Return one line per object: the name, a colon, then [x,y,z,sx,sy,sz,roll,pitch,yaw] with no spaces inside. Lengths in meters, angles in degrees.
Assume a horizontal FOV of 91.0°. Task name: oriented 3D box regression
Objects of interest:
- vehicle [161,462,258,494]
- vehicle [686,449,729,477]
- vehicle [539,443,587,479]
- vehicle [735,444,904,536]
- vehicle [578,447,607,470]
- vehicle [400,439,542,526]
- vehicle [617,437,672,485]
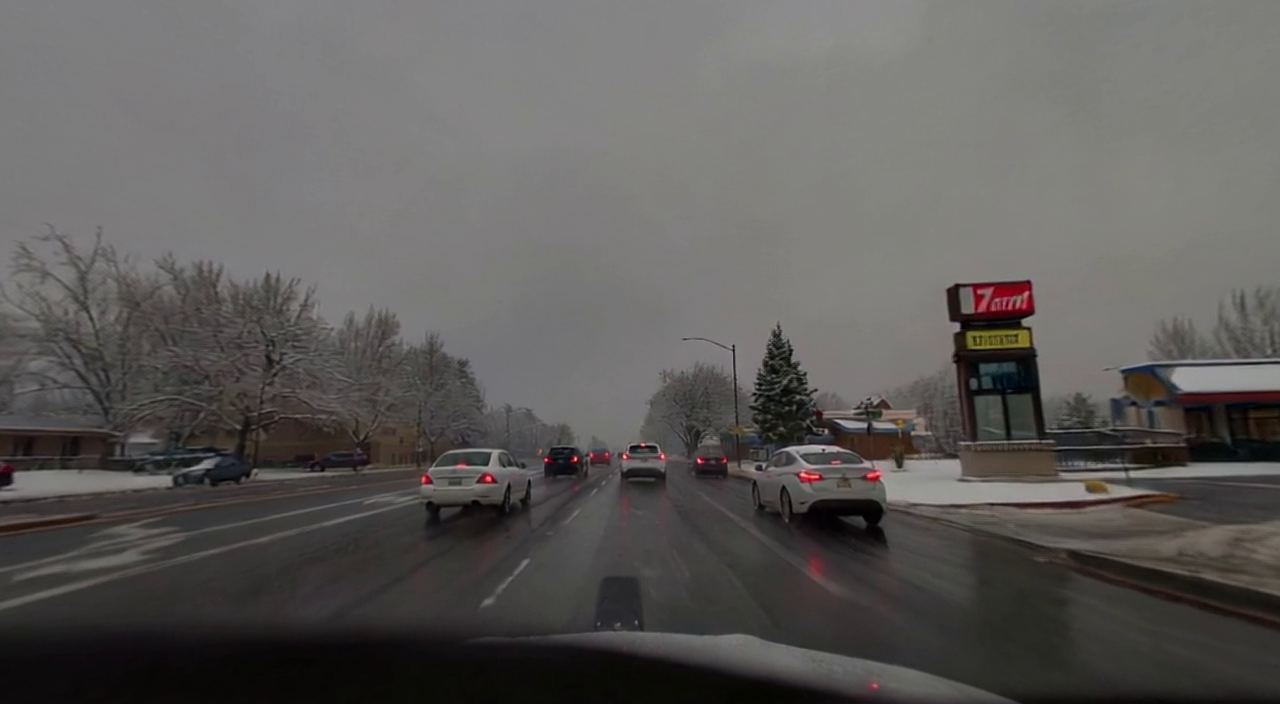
vehicle: [-22.447,6.544,33.102,1.827,1.441,4.660,0,-9,0]
vehicle: [3.735,6.236,35.560,1.880,1.476,3.932,0,-9,-1]
vehicle: [-3.871,5.546,32.272,1.932,1.695,4.235,0,-9,0]
vehicle: [3.313,2.630,12.723,1.977,1.480,4.589,0,-9,-1]
vehicle: [-3.536,8.008,47.601,1.871,1.673,3.920,0,-9,1]
vehicle: [-3.303,2.626,13.247,1.864,1.505,4.202,0,-9,-1]
vehicle: [0.122,4.660,27.089,2.164,1.867,4.254,0,-9,-1]
